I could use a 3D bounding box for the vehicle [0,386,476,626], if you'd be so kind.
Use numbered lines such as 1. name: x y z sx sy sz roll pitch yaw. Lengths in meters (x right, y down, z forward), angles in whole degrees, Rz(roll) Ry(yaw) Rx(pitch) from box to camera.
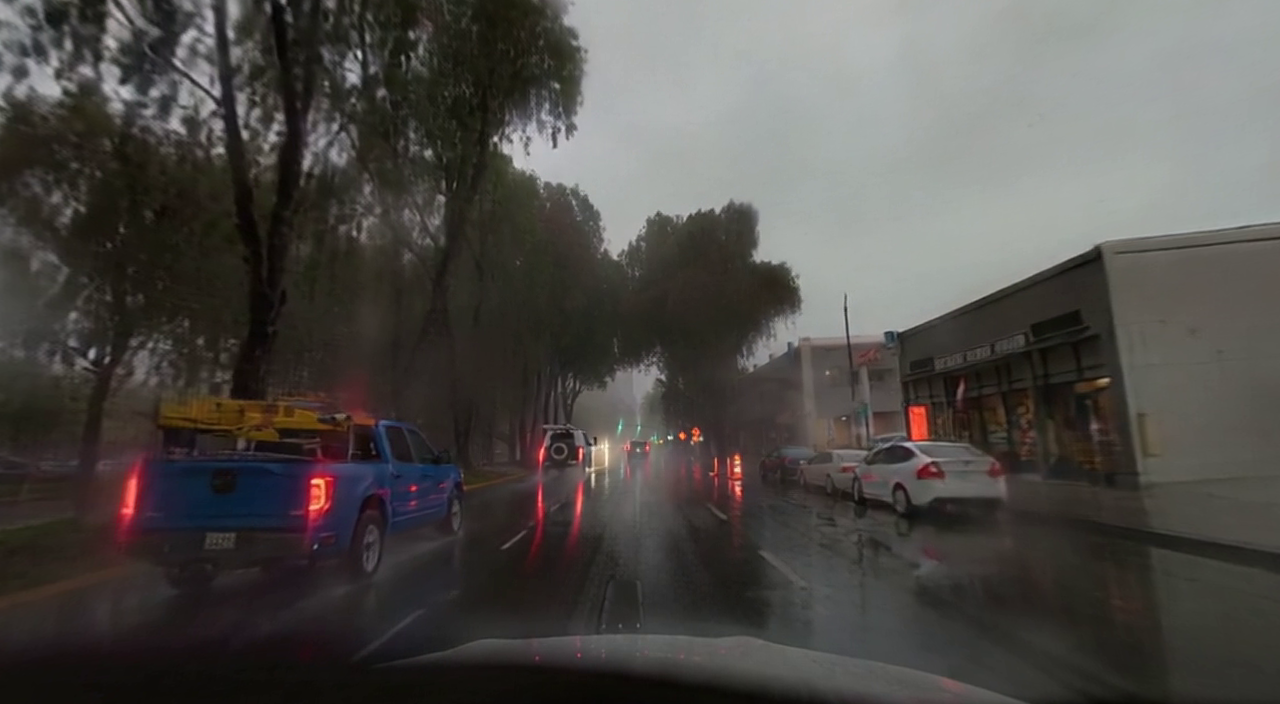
1. vehicle: -3.590 1.474 7.002 2.327 1.775 4.430 0 -8 0

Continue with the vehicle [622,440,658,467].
1. vehicle: -0.074 7.107 44.304 2.413 1.748 4.406 0 -8 -2

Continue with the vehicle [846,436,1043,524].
1. vehicle: 6.055 2.567 13.339 2.045 1.505 4.615 -1 -8 3

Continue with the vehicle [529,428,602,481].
1. vehicle: -3.124 4.475 27.813 2.424 2.063 5.678 0 -8 1
